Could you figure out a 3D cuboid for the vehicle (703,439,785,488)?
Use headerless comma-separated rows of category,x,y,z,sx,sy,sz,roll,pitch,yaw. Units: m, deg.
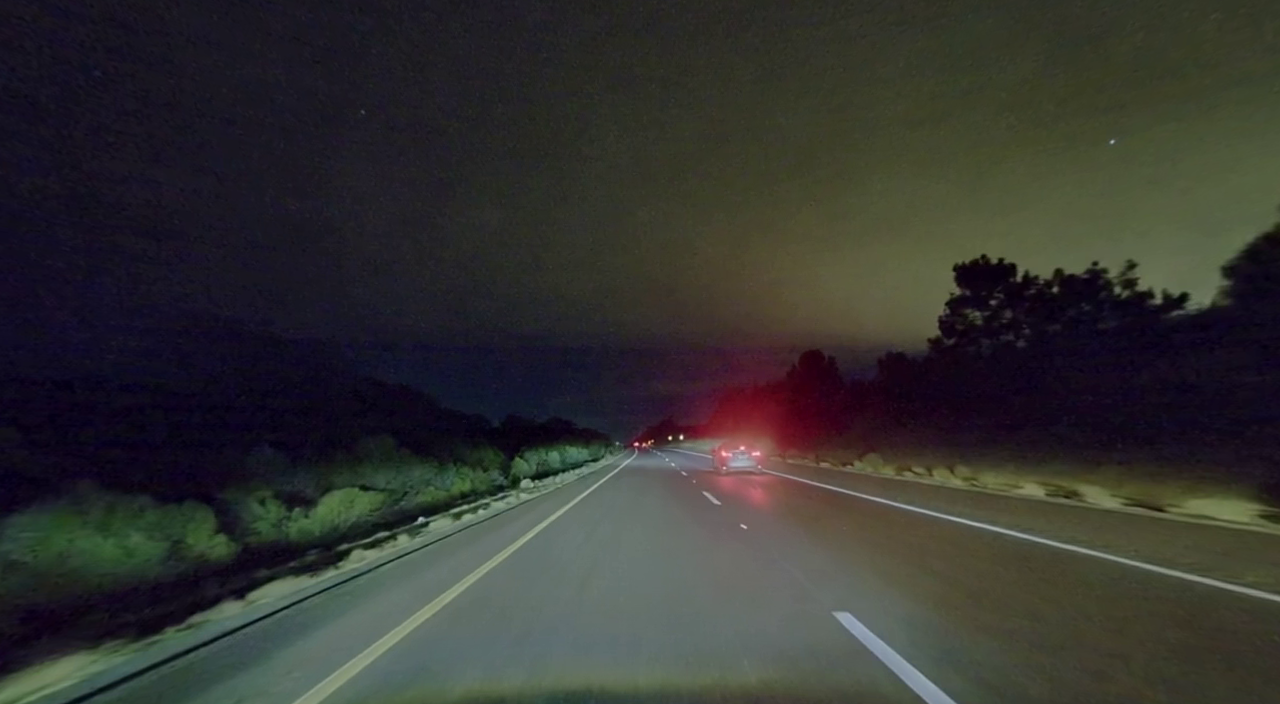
vehicle,3.401,3.734,21.535,2.003,1.466,4.441,0,-8,-1
